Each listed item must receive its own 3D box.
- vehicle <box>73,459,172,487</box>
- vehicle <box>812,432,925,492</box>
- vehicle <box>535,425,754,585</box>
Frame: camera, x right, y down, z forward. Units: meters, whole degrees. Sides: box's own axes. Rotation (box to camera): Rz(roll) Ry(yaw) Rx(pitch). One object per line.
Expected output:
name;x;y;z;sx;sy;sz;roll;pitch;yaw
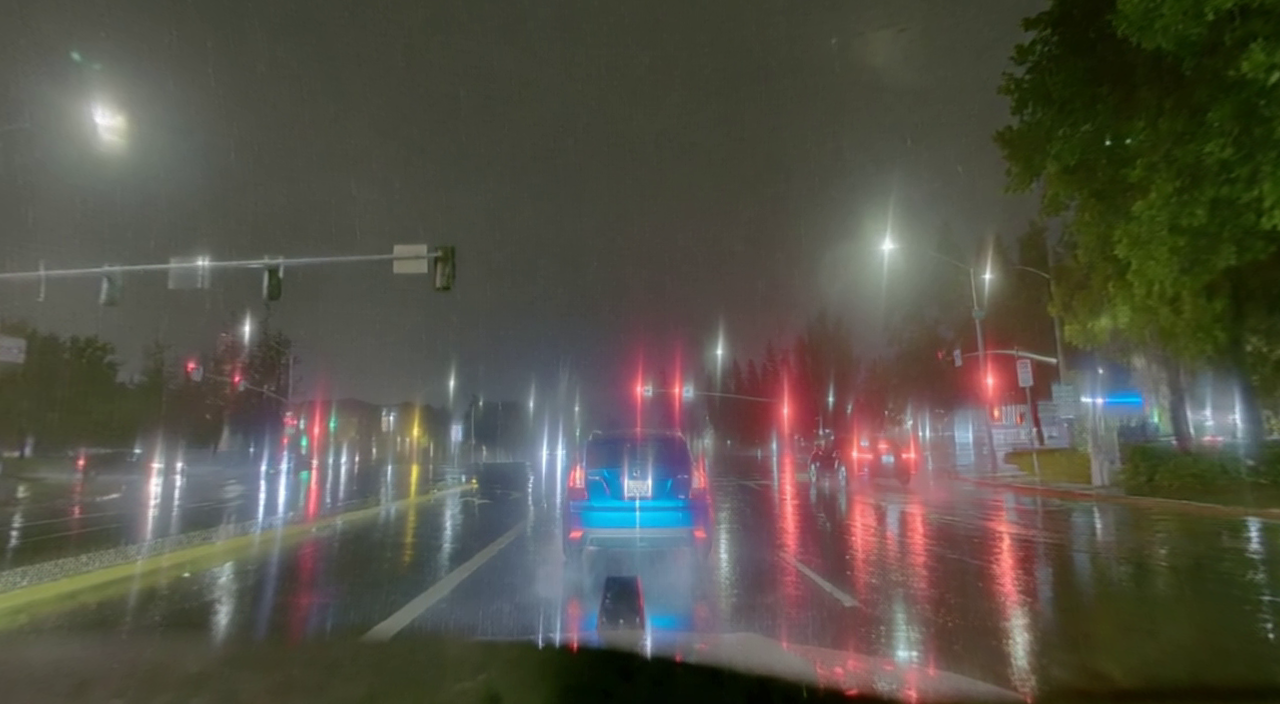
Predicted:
vehicle;-32.377;7.556;39.649;4.401;1.625;1.863;0;-8;-4
vehicle;7.060;3.440;20.073;2.039;1.692;4.319;0;-8;1
vehicle;-0.014;1.763;8.145;2.070;1.488;4.206;0;-8;-2
